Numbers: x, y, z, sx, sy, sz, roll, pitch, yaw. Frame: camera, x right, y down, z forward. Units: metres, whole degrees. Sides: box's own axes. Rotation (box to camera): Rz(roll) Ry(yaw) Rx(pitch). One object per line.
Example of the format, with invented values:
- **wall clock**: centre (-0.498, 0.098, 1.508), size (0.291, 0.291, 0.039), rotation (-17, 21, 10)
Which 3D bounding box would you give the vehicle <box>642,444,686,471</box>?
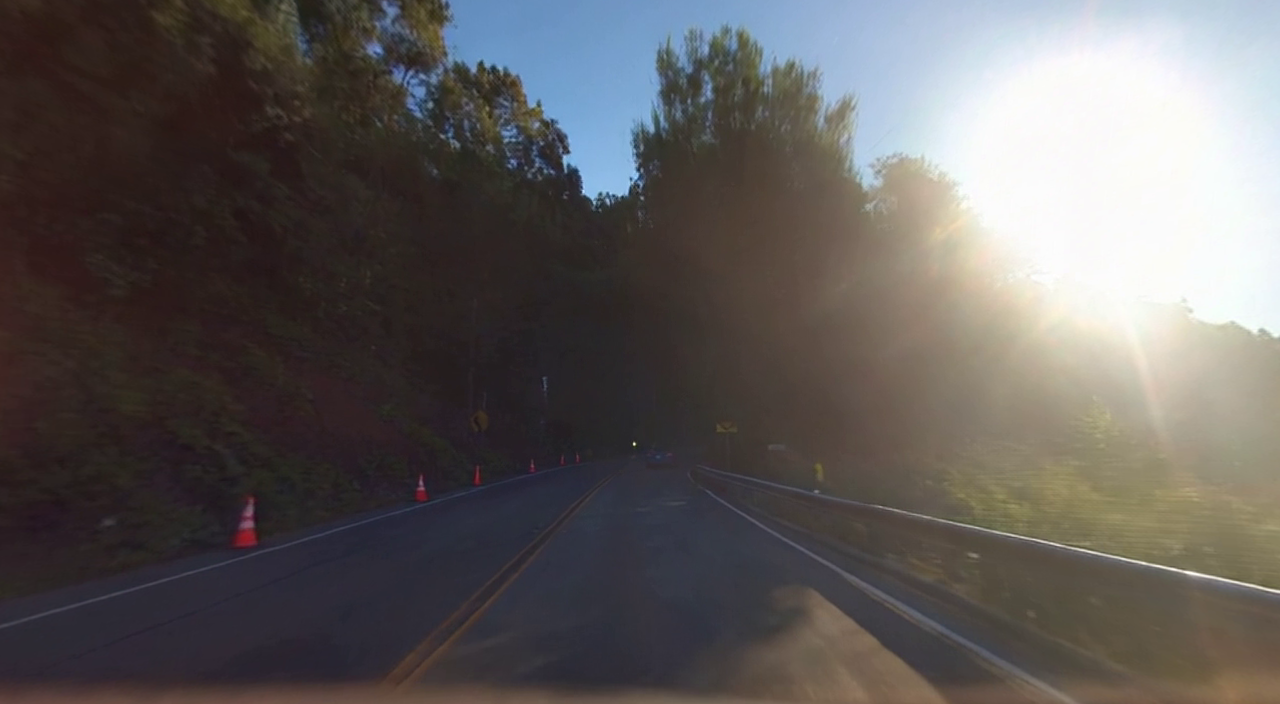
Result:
- **vehicle**: centre (1.515, 6.370, 38.194), size (2.259, 1.503, 4.075), rotation (-1, -8, 8)
